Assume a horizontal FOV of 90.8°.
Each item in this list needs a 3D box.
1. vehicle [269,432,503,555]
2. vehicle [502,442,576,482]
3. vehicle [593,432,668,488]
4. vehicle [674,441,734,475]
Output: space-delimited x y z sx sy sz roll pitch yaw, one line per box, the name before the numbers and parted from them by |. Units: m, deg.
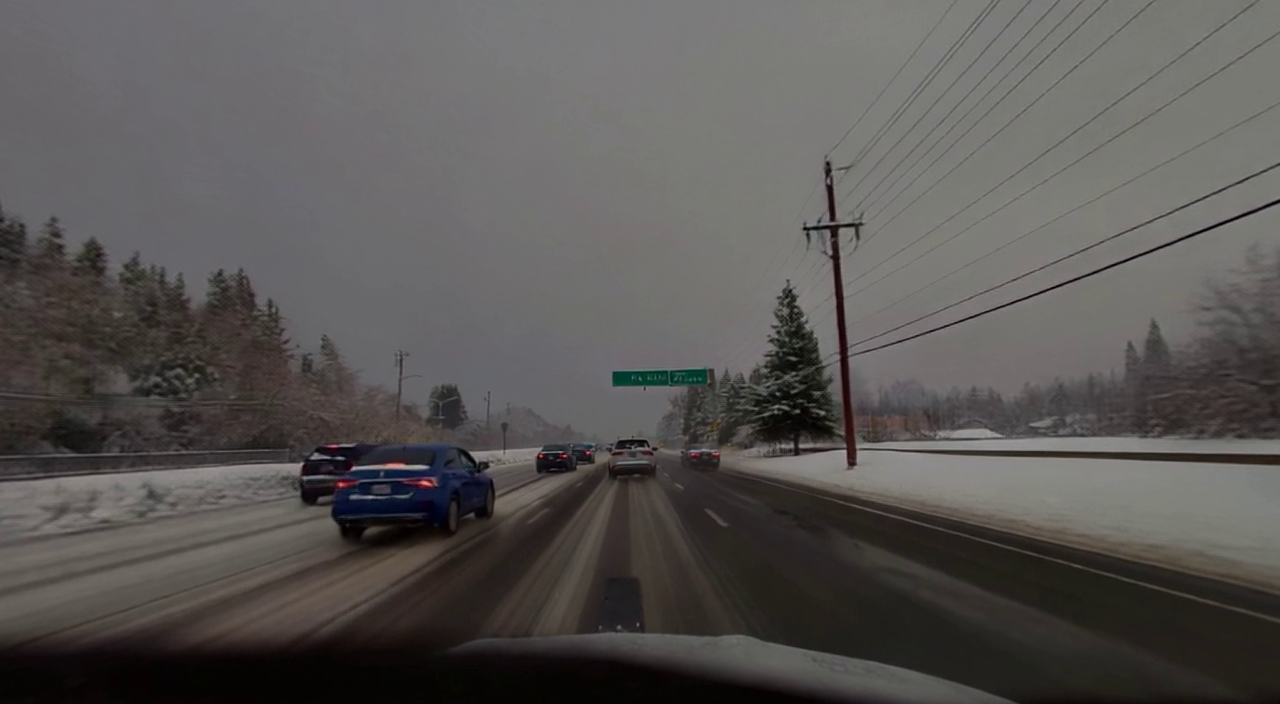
vehicle | -3.540 2.035 9.883 1.958 1.447 4.454 0 -8 -2
vehicle | -3.898 4.333 25.235 2.203 1.425 4.610 0 -8 0
vehicle | -0.318 3.631 21.571 2.284 1.699 4.168 0 -8 -1
vehicle | 2.902 4.925 29.714 2.197 1.464 4.356 0 -8 -2
